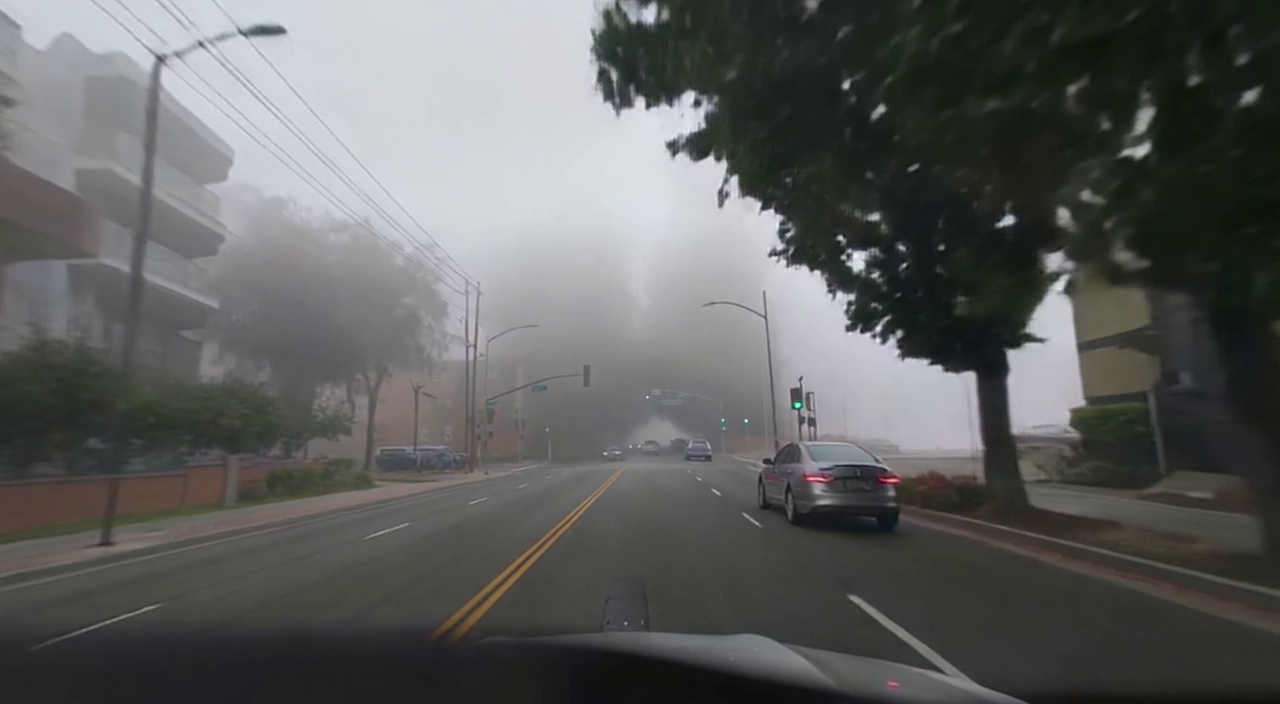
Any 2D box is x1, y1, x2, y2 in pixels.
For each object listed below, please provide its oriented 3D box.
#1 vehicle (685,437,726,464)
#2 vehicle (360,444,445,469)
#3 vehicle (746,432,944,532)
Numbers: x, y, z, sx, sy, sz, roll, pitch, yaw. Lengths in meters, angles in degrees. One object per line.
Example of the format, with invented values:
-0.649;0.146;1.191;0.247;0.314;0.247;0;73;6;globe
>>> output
3.987;6.120;39.117;2.035;1.564;4.719;0;-9;-1;vehicle
-17.390;7.668;46.277;5.361;1.767;2.179;-1;-9;5;vehicle
3.483;2.316;11.921;2.072;1.471;4.834;0;-9;-1;vehicle
